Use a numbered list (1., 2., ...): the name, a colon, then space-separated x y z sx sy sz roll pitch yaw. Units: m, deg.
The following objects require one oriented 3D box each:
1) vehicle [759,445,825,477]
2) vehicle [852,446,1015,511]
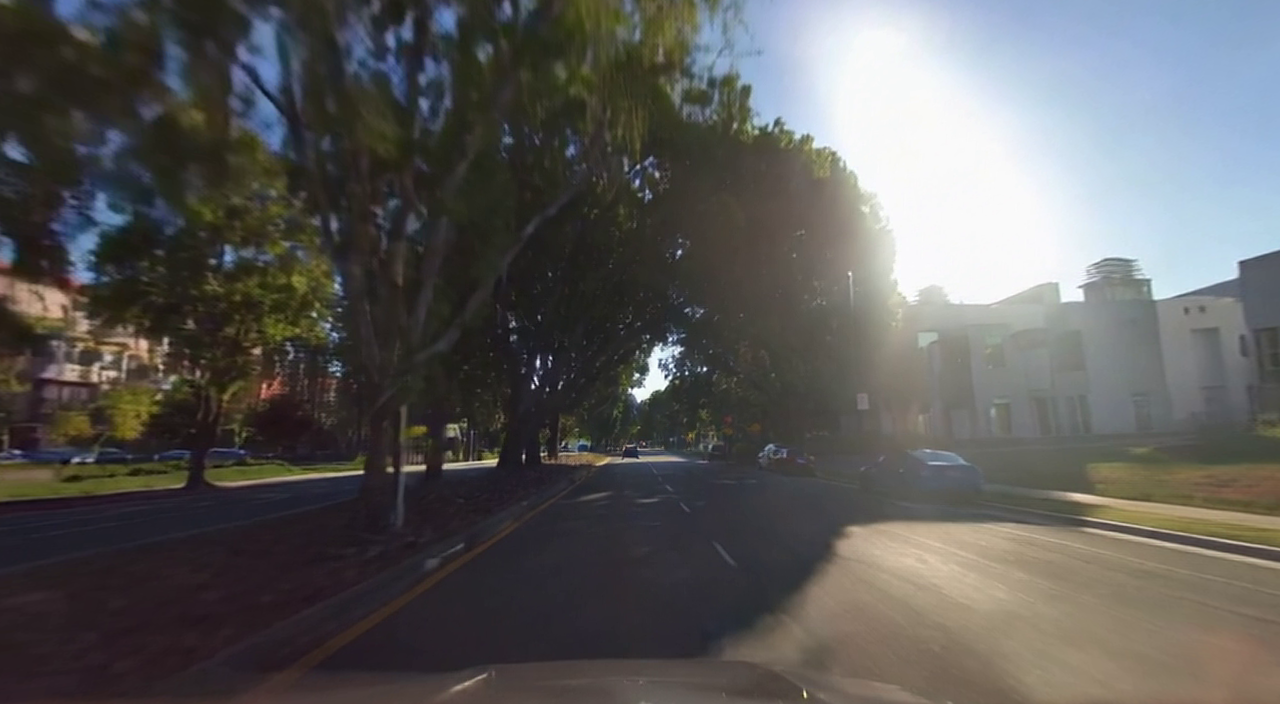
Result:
1. vehicle: 7.390 5.331 31.163 2.024 1.447 4.665 0 -9 -1
2. vehicle: 7.424 3.204 16.639 1.991 1.446 4.685 0 -8 -1
